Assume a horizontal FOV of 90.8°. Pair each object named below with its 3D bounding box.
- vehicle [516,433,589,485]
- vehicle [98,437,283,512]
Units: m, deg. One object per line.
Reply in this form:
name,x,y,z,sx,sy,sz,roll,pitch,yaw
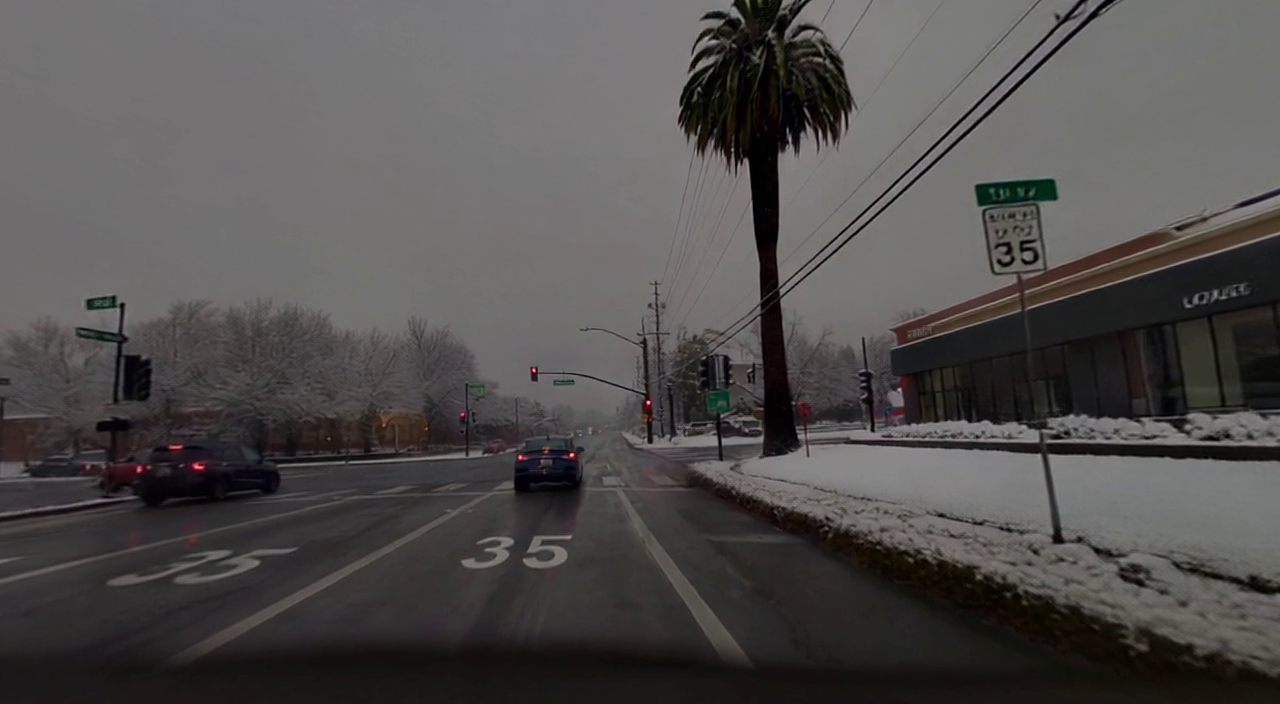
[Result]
vehicle,-2.728,3.418,20.429,2.063,1.474,4.334,1,-8,-5
vehicle,-12.418,3.363,17.973,2.050,1.811,4.752,0,-8,-5
